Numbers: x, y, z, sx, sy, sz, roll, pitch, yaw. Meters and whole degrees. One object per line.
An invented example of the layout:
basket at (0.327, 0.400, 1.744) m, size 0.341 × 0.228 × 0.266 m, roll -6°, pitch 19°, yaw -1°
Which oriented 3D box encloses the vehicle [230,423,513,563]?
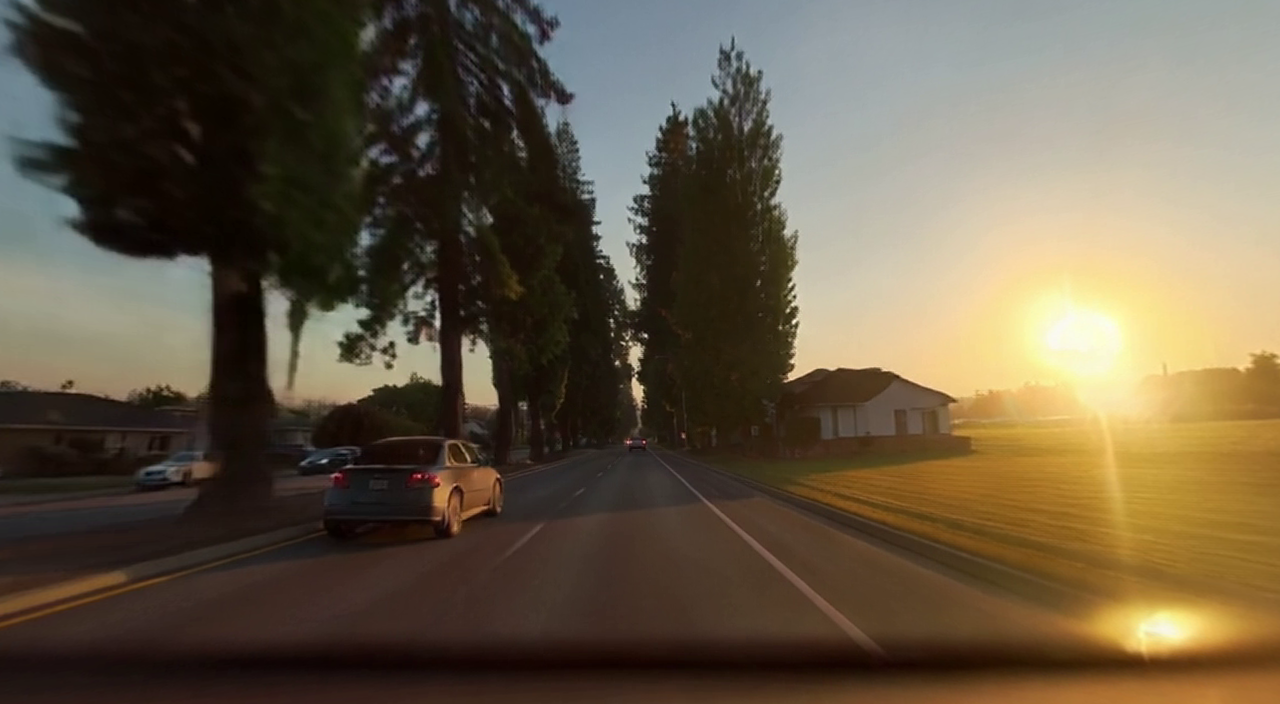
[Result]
vehicle at (-3.387, 1.878, 9.286) m, size 2.020 × 1.478 × 4.890 m, roll 0°, pitch -8°, yaw 0°

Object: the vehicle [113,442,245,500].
vehicle at (-17.660, 4.509, 24.505) m, size 1.996 × 1.675 × 4.437 m, roll -4°, pitch -6°, yaw -3°
